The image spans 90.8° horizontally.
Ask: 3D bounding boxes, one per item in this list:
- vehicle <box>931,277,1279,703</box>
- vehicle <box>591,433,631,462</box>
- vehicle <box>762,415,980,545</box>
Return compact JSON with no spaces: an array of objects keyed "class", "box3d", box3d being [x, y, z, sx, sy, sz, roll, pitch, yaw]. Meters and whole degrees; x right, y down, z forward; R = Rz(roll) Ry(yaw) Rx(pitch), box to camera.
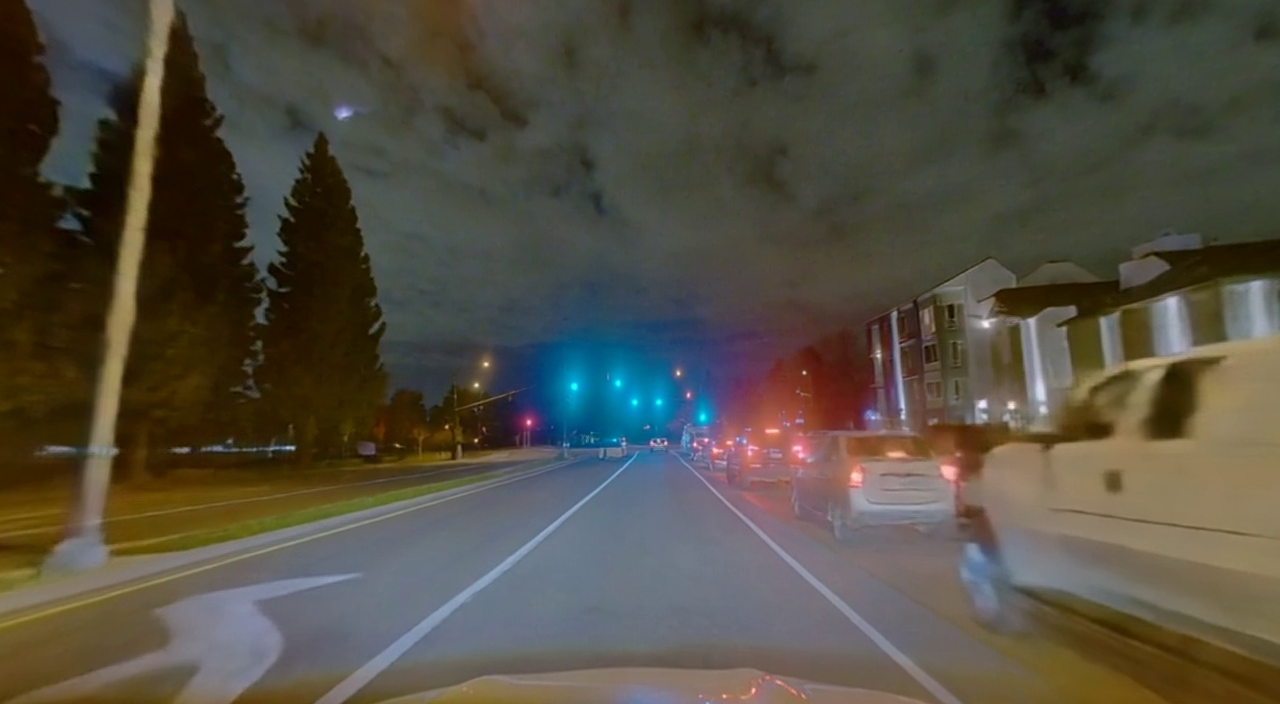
[{"class":"vehicle","box3d":[2.827,0.616,1.599,2.052,1.693,4.554,0,-8,1]},{"class":"vehicle","box3d":[-1.749,5.925,39.420,2.083,1.691,4.398,0,-8,2]},{"class":"vehicle","box3d":[3.191,1.836,9.638,1.945,1.563,3.735,0,-8,1]}]
